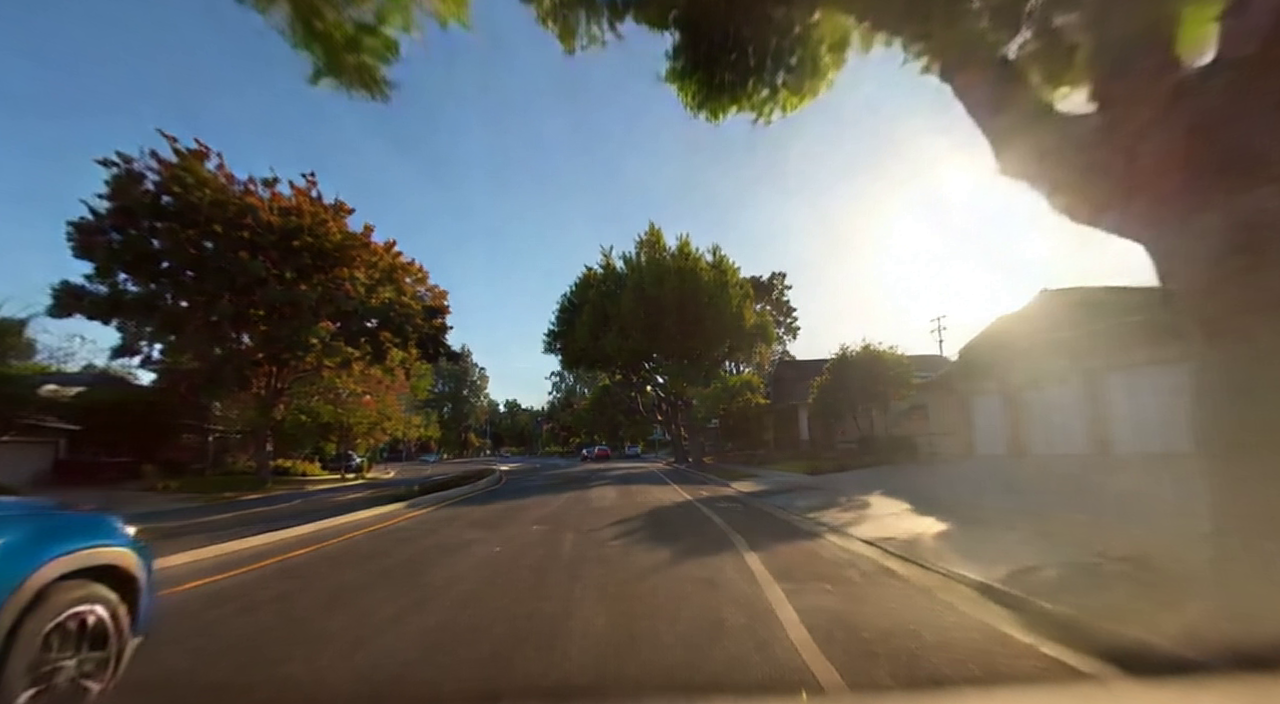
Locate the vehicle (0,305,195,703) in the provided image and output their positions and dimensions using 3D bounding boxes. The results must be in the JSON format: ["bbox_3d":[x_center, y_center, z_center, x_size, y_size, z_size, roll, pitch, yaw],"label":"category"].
[{"bbox_3d":[-3.880,0.545,0.958,2.276,1.960,5.561,0,-8,1],"label":"vehicle"}]

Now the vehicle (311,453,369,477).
[{"bbox_3d":[-23.472,8.822,49.561,1.920,1.614,4.479,-7,-10,8],"label":"vehicle"}]
